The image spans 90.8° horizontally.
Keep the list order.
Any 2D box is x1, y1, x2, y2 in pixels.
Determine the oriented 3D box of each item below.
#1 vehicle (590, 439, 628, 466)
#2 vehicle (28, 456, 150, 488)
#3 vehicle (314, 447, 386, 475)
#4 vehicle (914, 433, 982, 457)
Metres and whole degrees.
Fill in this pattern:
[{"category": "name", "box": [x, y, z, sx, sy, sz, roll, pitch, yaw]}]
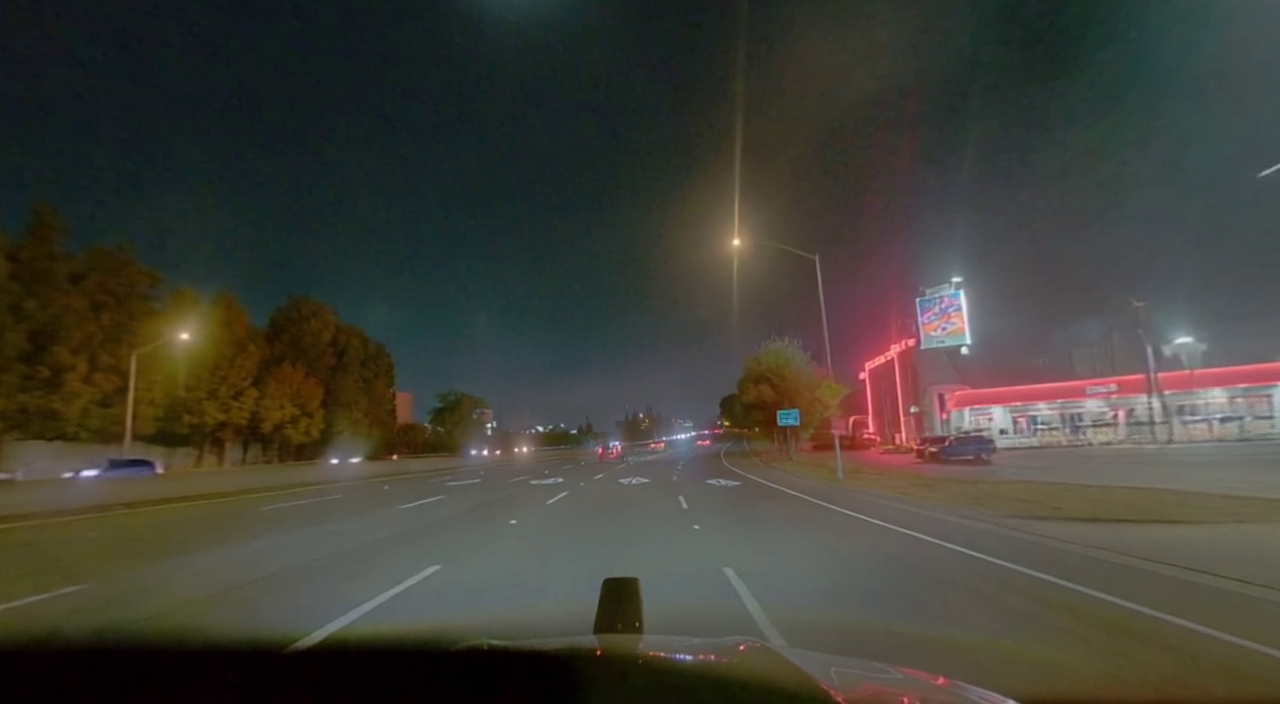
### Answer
[{"category": "vehicle", "box": [-2.091, 6.955, 44.013, 2.139, 1.782, 4.079, -1, -9, 5]}, {"category": "vehicle", "box": [-28.731, 6.243, 33.178, 1.931, 1.452, 4.774, 0, -9, 3]}, {"category": "vehicle", "box": [-17.882, 6.705, 39.200, 1.972, 1.610, 4.607, -1, -9, 4]}, {"category": "vehicle", "box": [22.907, 6.928, 46.969, 4.317, 1.504, 1.884, -7, -9, 29]}]
